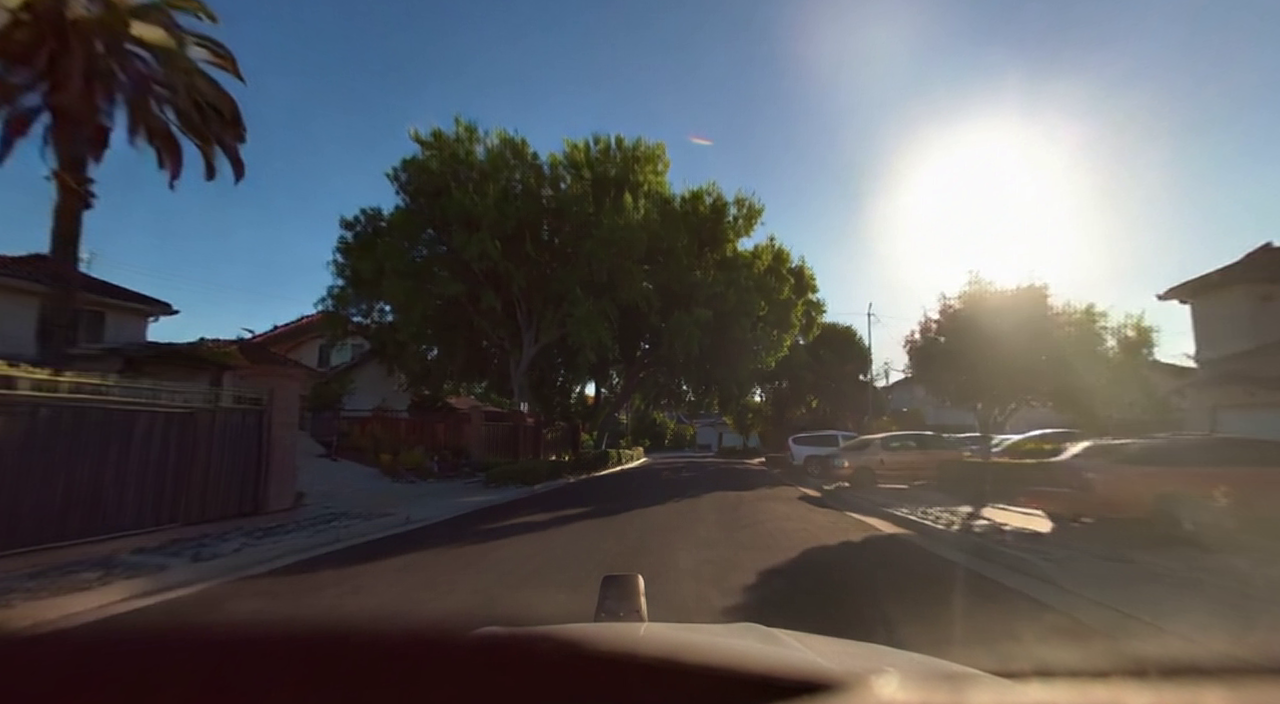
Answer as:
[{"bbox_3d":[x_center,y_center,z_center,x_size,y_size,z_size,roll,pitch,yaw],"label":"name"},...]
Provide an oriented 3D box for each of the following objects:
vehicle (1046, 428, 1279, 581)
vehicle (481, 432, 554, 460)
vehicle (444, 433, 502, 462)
[{"bbox_3d":[7.748,1.850,7.766,4.185,1.531,1.999,4,-7,2],"label":"vehicle"},{"bbox_3d":[-9.619,7.419,49.920,5.127,1.796,2.045,3,-7,6],"label":"vehicle"},{"bbox_3d":[-11.157,6.379,42.437,1.869,1.646,4.357,3,-7,12],"label":"vehicle"}]
